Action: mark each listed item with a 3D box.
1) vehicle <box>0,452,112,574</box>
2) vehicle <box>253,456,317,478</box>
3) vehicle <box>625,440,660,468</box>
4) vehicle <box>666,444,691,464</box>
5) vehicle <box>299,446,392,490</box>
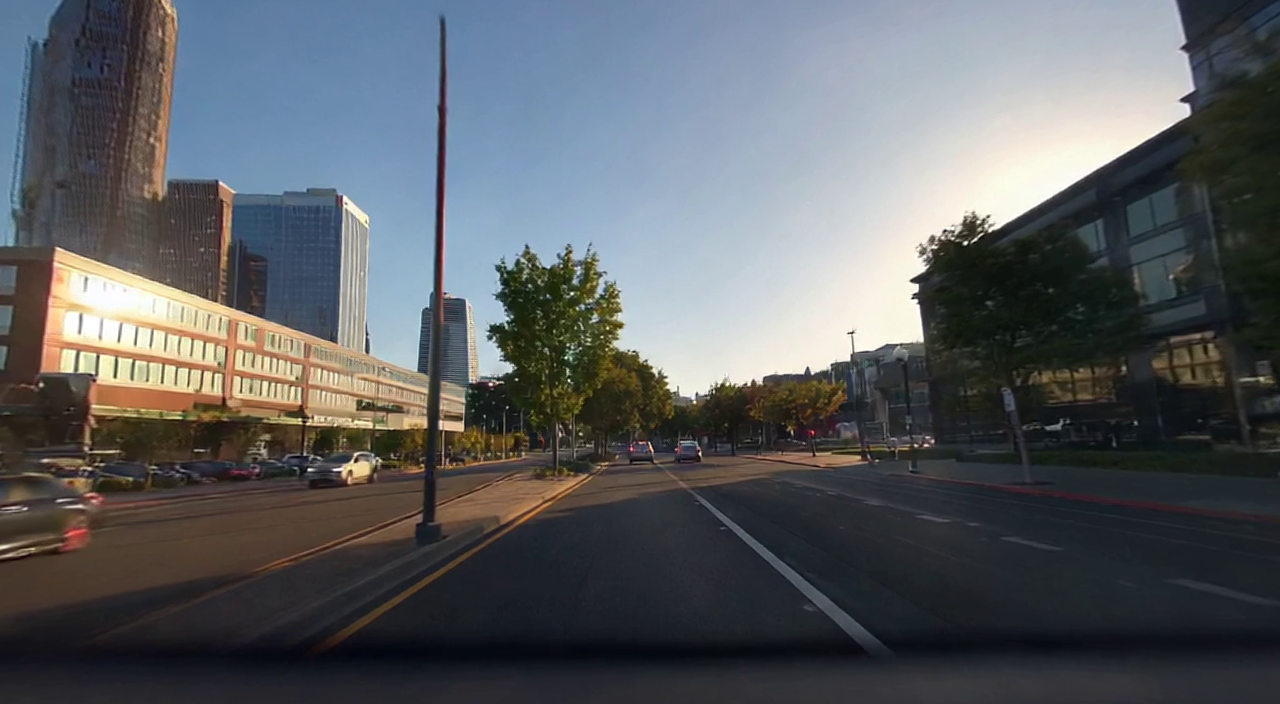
[{"bbox_3d":[-8.843,1.905,7.164,1.939,1.470,4.366,0,-9,0],"label":"vehicle"},{"bbox_3d":[-26.234,8.531,46.915,1.815,1.470,4.581,-1,-8,4],"label":"vehicle"},{"bbox_3d":[0.122,6.469,40.198,2.100,1.683,4.231,0,-8,-1],"label":"vehicle"},{"bbox_3d":[3.021,8.054,49.974,1.685,1.441,3.795,0,-8,-1],"label":"vehicle"},{"bbox_3d":[-13.047,5.110,28.345,1.953,1.778,4.482,0,-8,0],"label":"vehicle"}]
